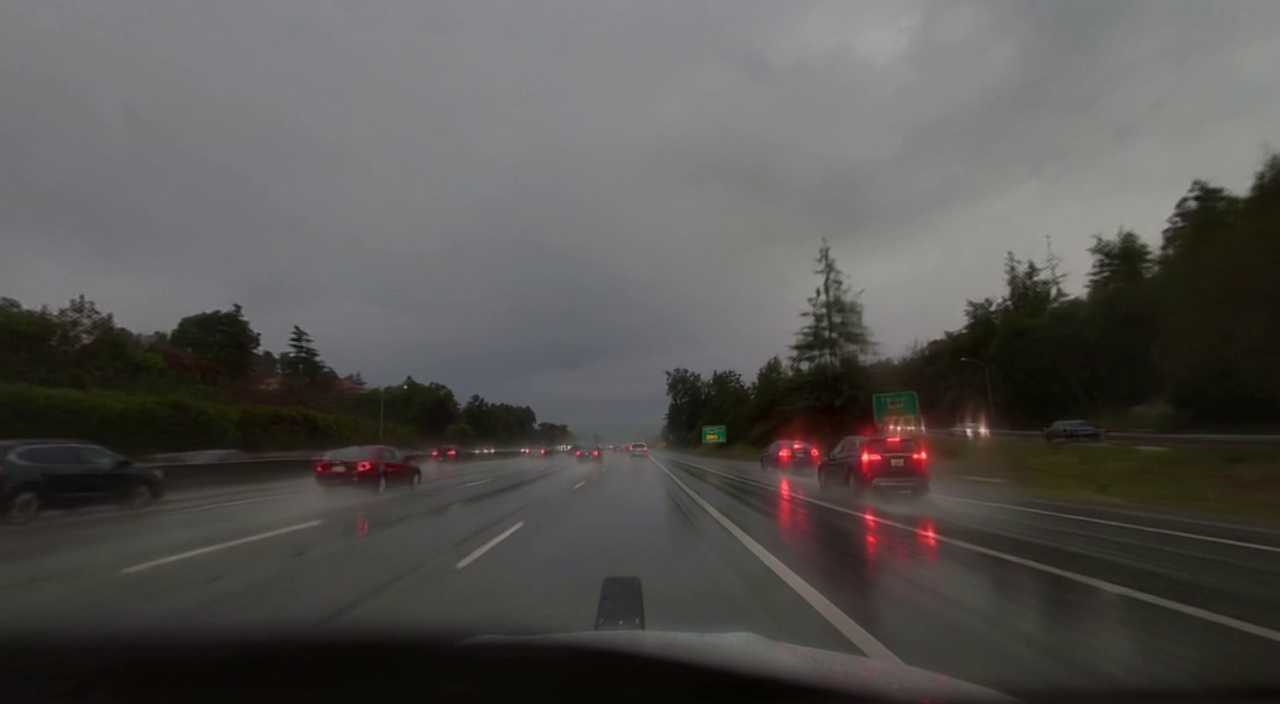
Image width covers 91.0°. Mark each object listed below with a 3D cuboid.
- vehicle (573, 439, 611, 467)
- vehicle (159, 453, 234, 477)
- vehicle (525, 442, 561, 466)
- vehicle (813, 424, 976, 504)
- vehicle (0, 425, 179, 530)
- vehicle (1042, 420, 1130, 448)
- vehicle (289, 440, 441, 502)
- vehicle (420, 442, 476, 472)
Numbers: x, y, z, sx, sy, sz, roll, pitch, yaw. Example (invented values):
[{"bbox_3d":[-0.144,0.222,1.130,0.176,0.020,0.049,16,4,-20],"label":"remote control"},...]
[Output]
[{"bbox_3d":[-3.527,7.544,47.125,2.288,1.962,5.119,0,-9,1],"label":"vehicle"},{"bbox_3d":[-33.029,8.438,47.102,1.968,1.583,5.035,-2,-9,0],"label":"vehicle"},{"bbox_3d":[-7.608,8.055,49.930,2.087,1.755,4.457,0,-9,1],"label":"vehicle"},{"bbox_3d":[6.520,2.938,16.910,2.259,1.816,4.862,0,-9,-1],"label":"vehicle"},{"bbox_3d":[-11.126,2.204,11.404,2.107,1.628,4.446,0,-9,1],"label":"vehicle"},{"bbox_3d":[26.009,4.866,36.949,1.884,1.571,4.352,0,-9,-1],"label":"vehicle"},{"bbox_3d":[-7.414,3.250,17.613,2.071,1.486,4.703,0,-9,1],"label":"vehicle"},{"bbox_3d":[-11.266,6.190,37.280,1.958,1.633,4.302,0,-9,0],"label":"vehicle"}]
